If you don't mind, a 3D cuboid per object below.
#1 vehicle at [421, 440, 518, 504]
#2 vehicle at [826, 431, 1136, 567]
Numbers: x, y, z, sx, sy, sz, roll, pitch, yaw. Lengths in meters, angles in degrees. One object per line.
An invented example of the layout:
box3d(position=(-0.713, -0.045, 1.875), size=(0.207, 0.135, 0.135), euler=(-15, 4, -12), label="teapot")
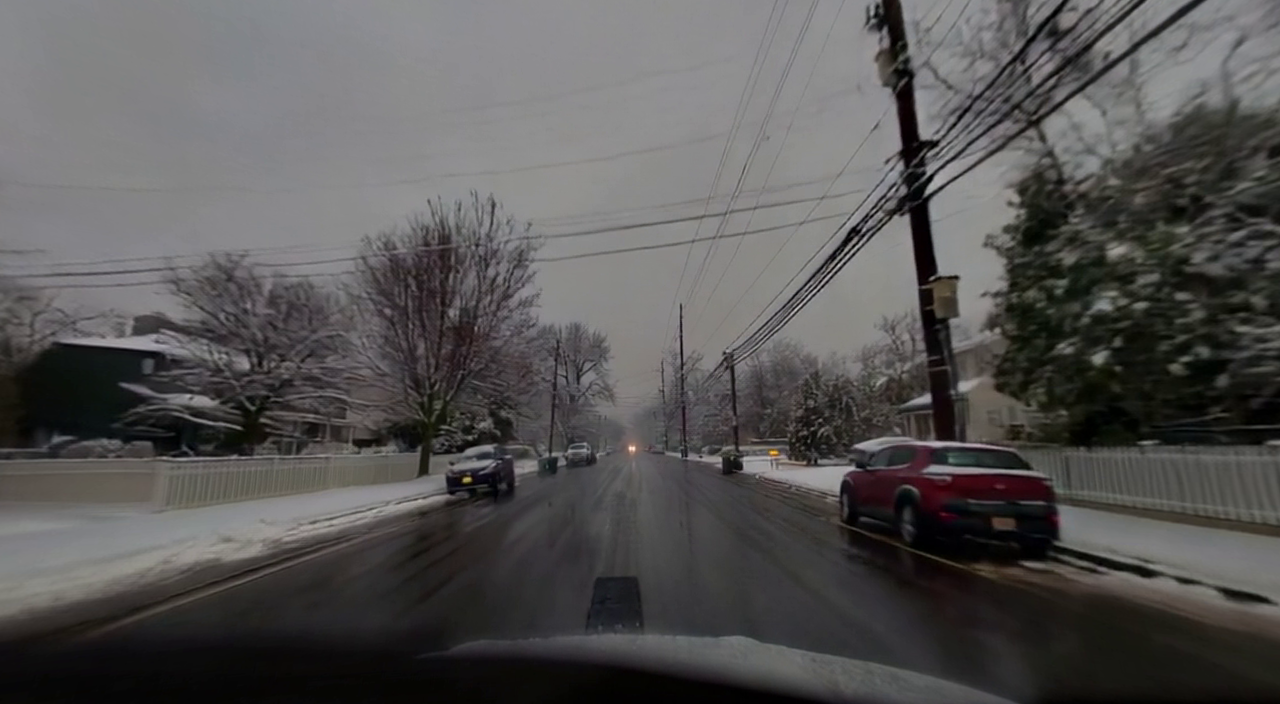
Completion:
box3d(position=(-5.403, 3.801, 20.597), size=(1.970, 1.666, 4.223), euler=(-3, -7, 0), label="vehicle")
box3d(position=(4.598, 2.018, 9.486), size=(2.170, 1.549, 4.178), euler=(0, -9, -3), label="vehicle")
